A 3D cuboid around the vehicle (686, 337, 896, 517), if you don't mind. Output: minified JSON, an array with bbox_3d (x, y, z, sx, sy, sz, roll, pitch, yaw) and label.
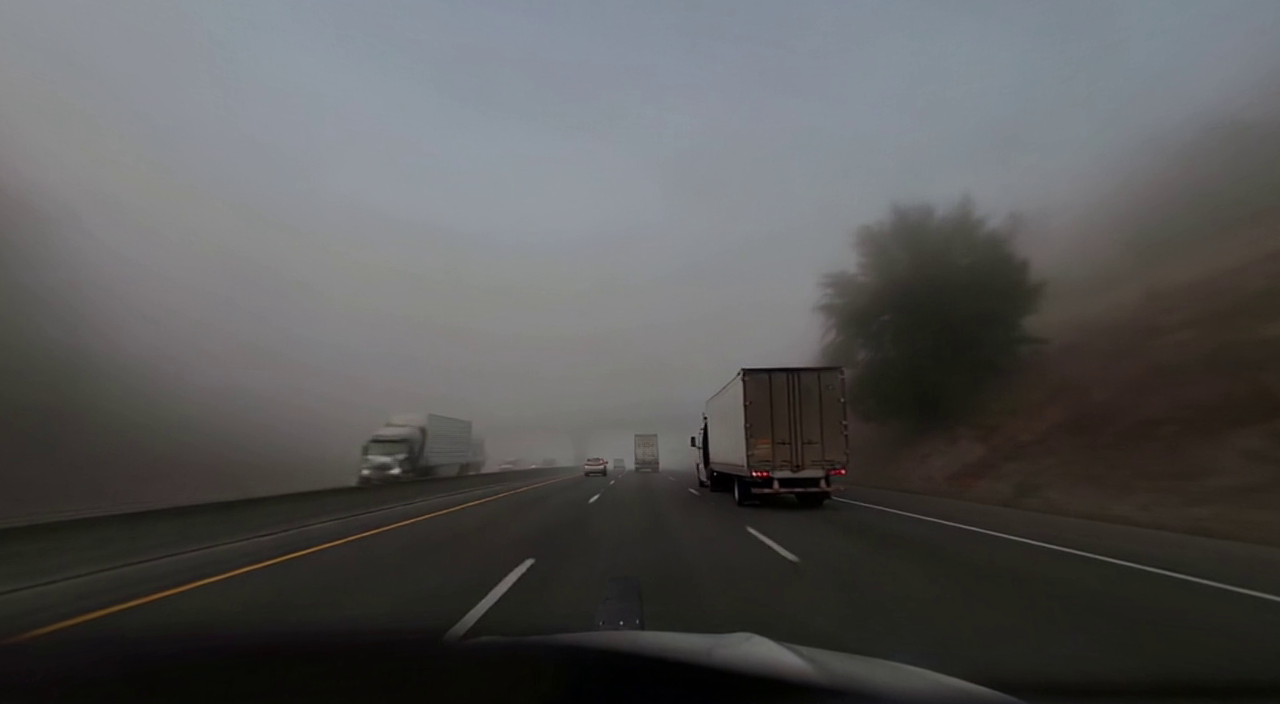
[{"bbox_3d":[3.961,2.920,22.500,3.131,4.037,16.729,0,-9,-1],"label":"vehicle"}]

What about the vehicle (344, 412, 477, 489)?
[{"bbox_3d":[-14.662,6.648,42.794,2.885,4.151,16.611,0,-9,0],"label":"vehicle"}]

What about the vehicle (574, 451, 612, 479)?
[{"bbox_3d":[-2.906,7.048,39.646,2.007,1.647,3.854,0,-9,1],"label":"vehicle"}]
